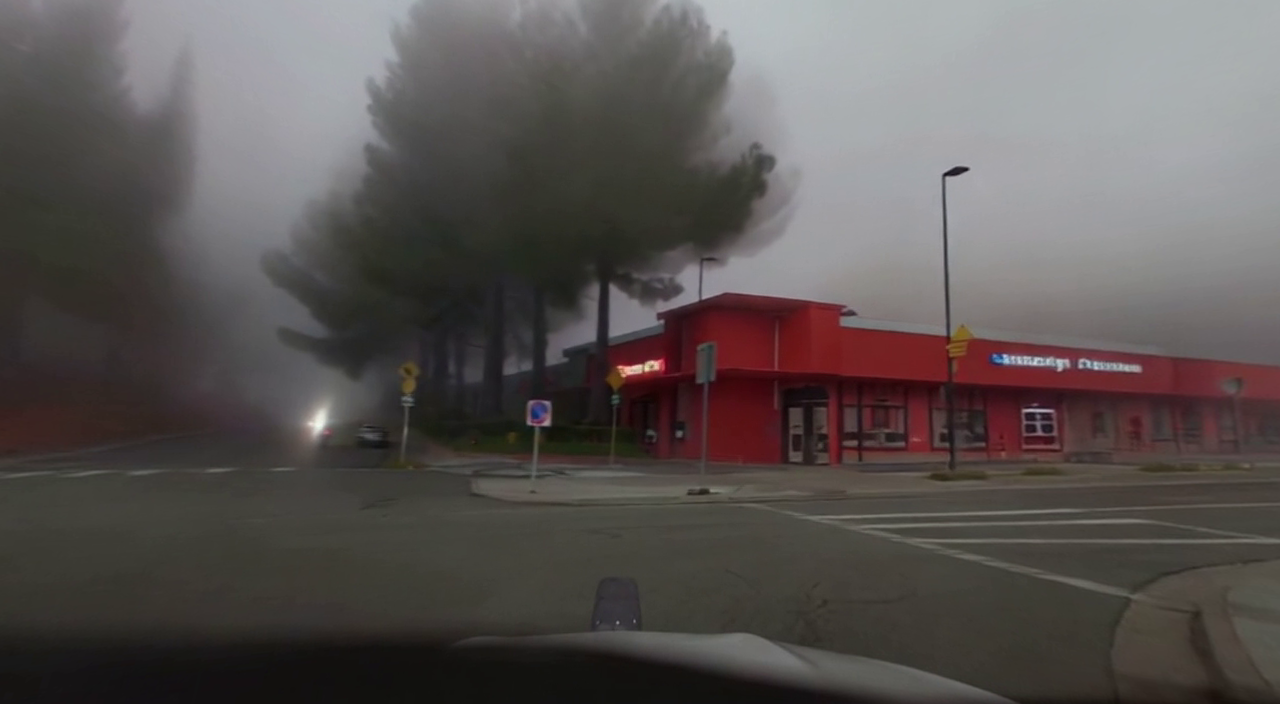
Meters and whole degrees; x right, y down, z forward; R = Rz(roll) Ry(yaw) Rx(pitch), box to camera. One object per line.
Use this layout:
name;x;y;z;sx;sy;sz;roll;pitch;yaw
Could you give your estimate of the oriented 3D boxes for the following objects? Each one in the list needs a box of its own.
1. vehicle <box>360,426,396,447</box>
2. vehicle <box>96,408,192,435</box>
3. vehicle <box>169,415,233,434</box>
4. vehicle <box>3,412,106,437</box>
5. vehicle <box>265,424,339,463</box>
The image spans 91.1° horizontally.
vehicle;-19.481;6.319;46.840;1.742;1.504;3.771;2;-8;-11
vehicle;-35.534;5.018;45.141;5.015;1.909;2.034;0;-8;-2
vehicle;-34.865;5.787;49.937;3.774;1.439;1.676;0;-8;-3
vehicle;-35.492;4.411;38.153;4.442;1.468;1.821;0;-8;1
vehicle;-13.597;3.706;25.557;1.962;1.424;4.289;3;-8;-19
